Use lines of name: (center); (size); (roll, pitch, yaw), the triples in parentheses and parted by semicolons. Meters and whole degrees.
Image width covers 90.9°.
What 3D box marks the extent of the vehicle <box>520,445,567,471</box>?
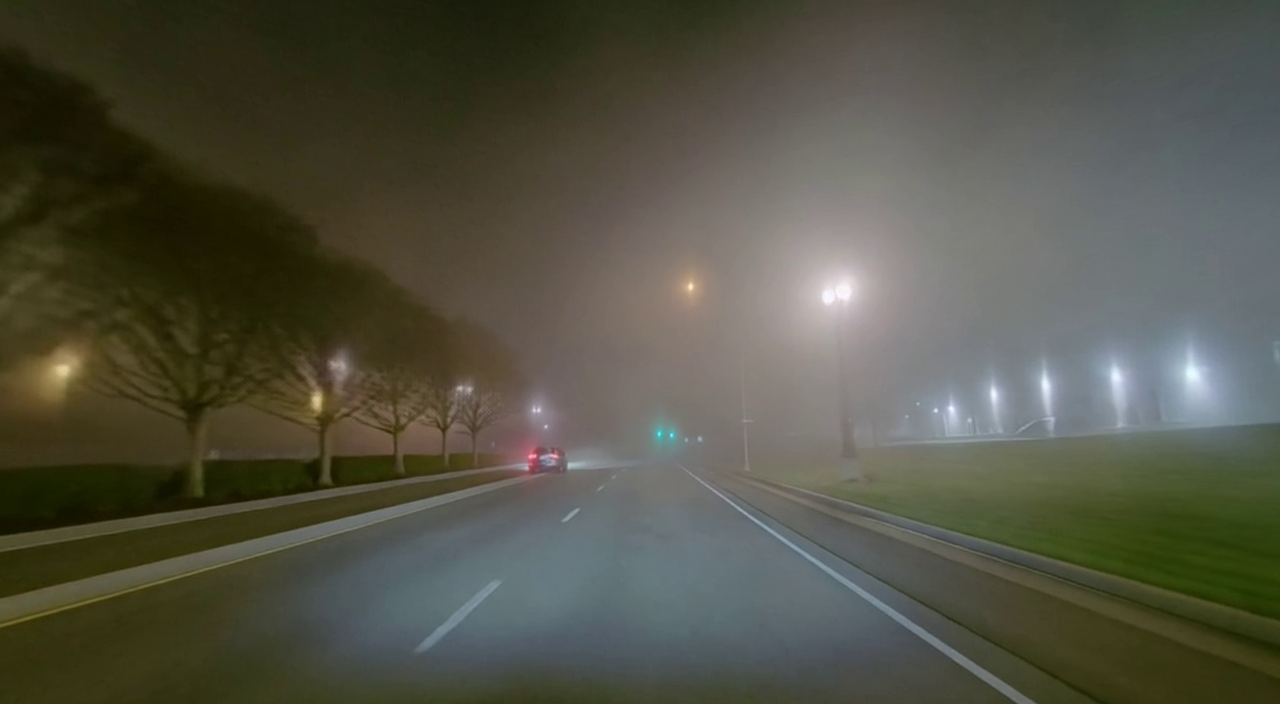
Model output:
vehicle: (-5.770, 6.364, 38.260); (1.945, 1.461, 4.605); (-1, -8, 2)
